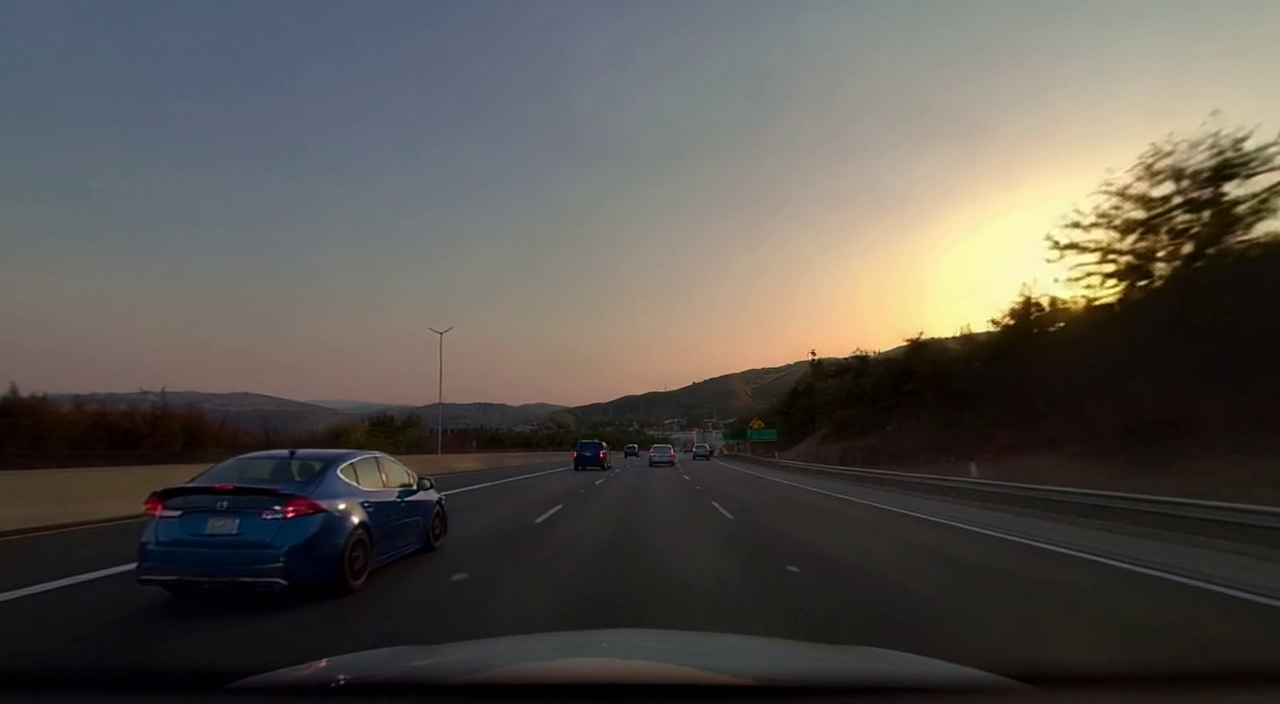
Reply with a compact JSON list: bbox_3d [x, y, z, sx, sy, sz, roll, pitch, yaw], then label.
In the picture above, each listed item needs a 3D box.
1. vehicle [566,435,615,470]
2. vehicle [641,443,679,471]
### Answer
[{"bbox_3d":[-2.807,5.819,36.622,2.264,1.901,4.647,-1,-9,3],"label":"vehicle"},{"bbox_3d":[1.185,6.200,37.485,2.086,1.548,4.325,0,-9,2],"label":"vehicle"}]
